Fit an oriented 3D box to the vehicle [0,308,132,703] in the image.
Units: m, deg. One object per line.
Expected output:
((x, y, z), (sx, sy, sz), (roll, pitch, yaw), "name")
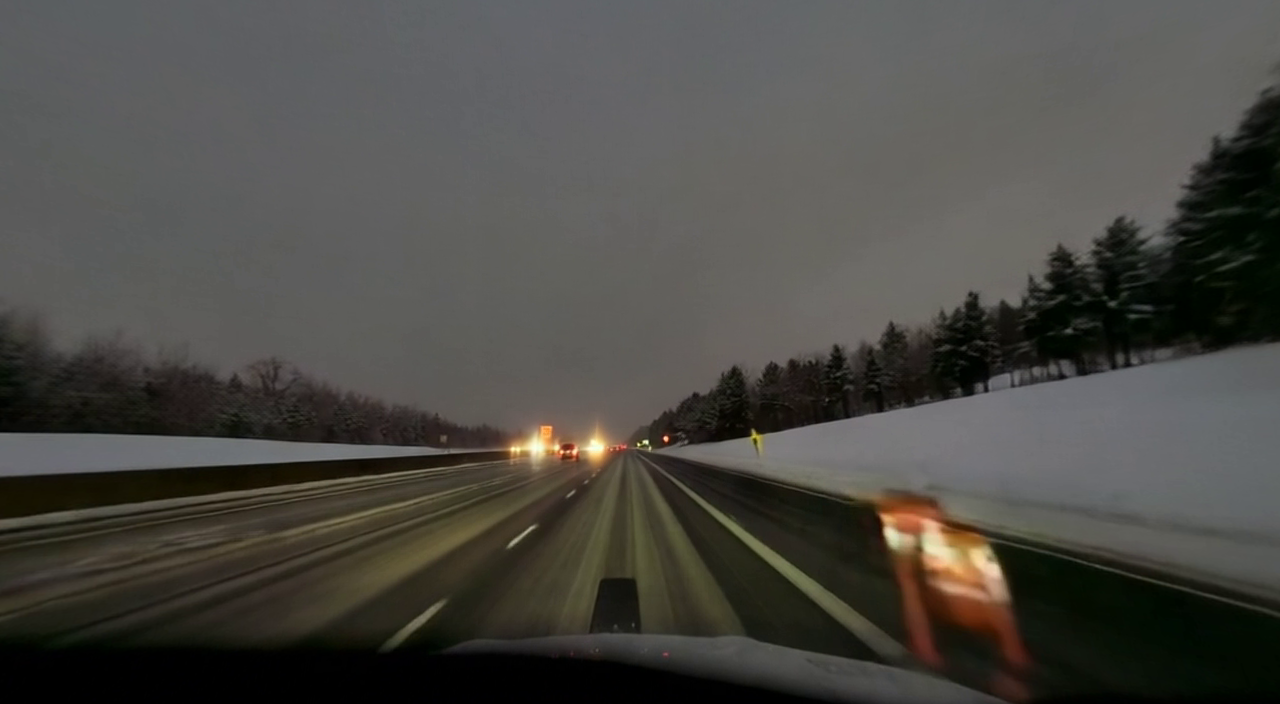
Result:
((-3.039, 0.460, 0.201), (2.103, 1.715, 4.371), (0, -9, -1), "vehicle")
